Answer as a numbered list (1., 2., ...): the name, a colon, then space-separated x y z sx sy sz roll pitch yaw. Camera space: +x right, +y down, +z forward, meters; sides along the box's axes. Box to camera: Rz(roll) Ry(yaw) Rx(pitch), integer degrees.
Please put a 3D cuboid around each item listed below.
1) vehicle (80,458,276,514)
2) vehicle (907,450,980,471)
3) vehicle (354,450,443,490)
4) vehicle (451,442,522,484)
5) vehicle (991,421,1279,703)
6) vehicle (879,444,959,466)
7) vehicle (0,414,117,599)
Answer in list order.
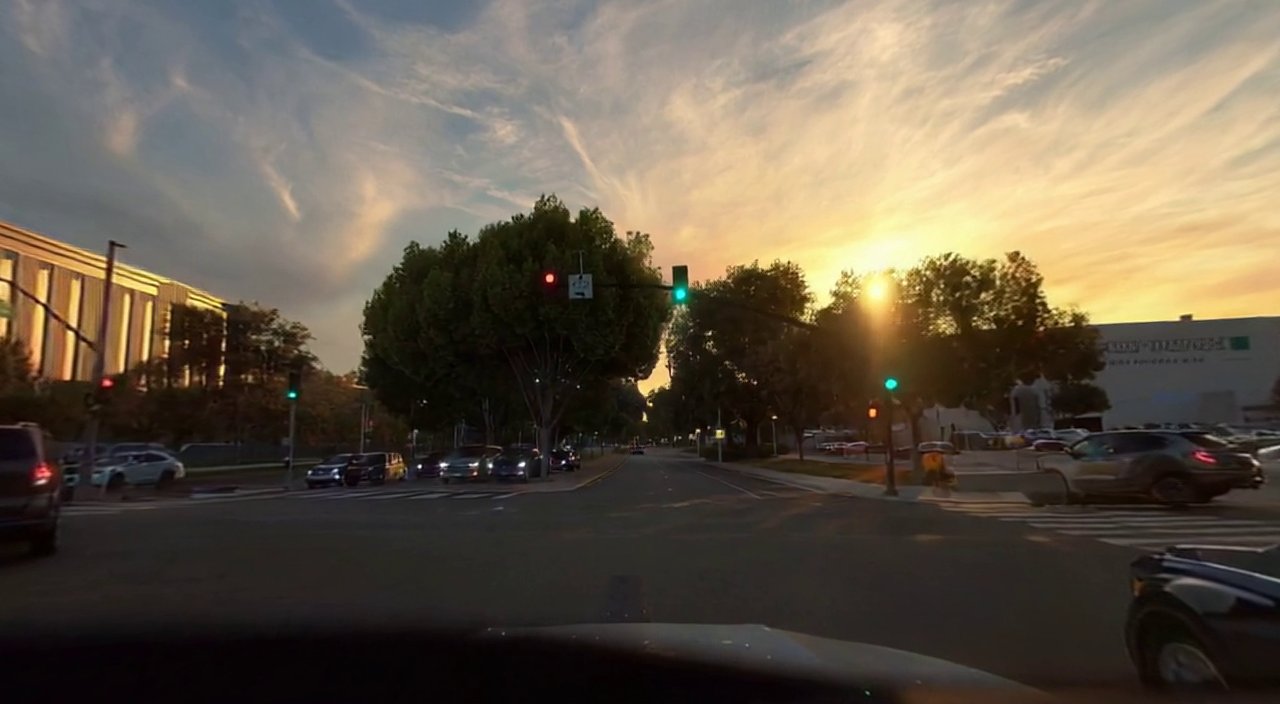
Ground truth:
1. vehicle: -15.098 4.337 20.933 2.011 1.480 4.747 -5 -10 29
2. vehicle: 20.620 7.381 42.900 4.120 1.340 1.654 -1 -8 5
3. vehicle: -10.599 5.210 28.152 2.041 1.548 4.868 0 -8 0
4. vehicle: -7.132 5.179 29.879 2.081 1.818 4.782 0 -8 1
5. vehicle: 3.661 1.040 2.584 1.966 1.490 4.429 0 -8 1
6. vehicle: 20.937 7.764 47.382 5.037 1.533 1.901 -1 -9 2
7. vehicle: -8.229 1.732 7.750 2.000 1.789 4.638 5 -10 -31
